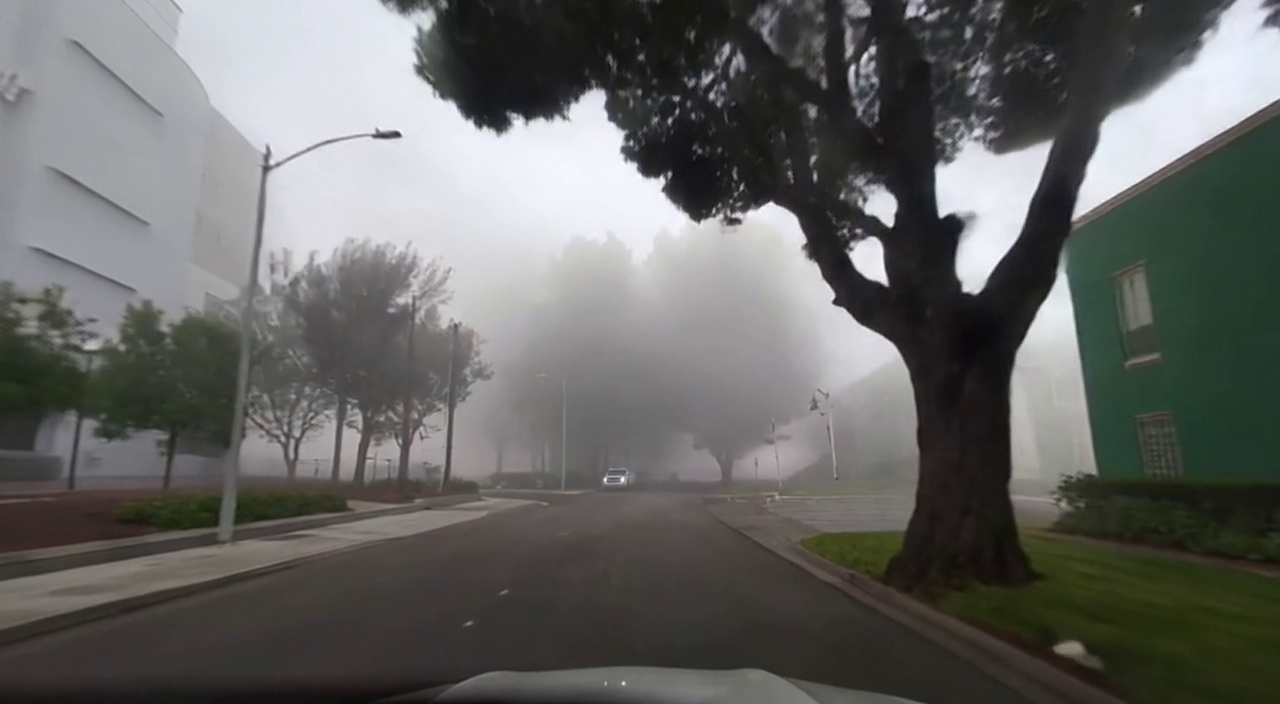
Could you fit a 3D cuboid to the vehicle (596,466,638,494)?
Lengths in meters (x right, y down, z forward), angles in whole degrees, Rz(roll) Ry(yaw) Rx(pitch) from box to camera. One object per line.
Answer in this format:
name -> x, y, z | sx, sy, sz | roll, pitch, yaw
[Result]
vehicle -> -1.543, 9.018, 44.492 | 2.022, 1.776, 4.625 | -3, -10, 10
